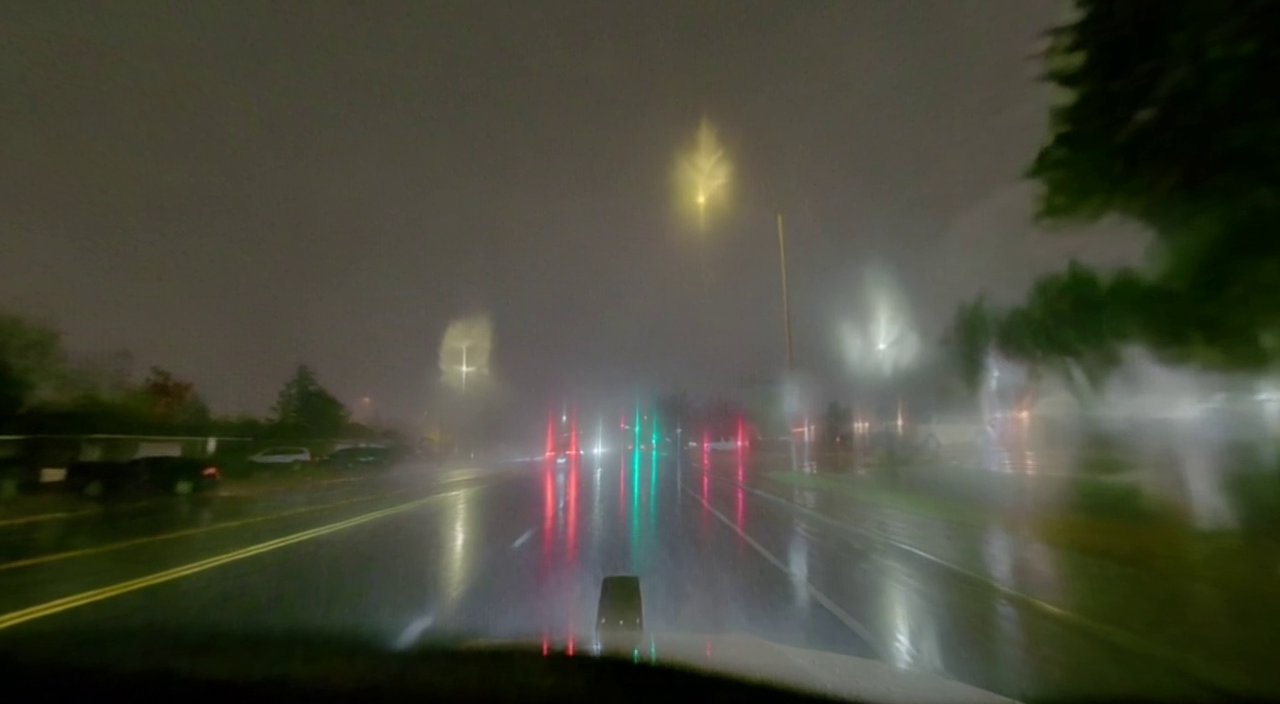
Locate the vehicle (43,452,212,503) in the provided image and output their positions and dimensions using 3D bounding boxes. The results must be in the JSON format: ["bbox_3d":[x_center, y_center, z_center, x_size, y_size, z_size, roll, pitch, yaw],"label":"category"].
[{"bbox_3d":[-19.709,4.823,24.484,4.802,1.511,1.866,-2,-7,-5],"label":"vehicle"}]

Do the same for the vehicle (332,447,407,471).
[{"bbox_3d":[-21.079,8.330,49.356,4.866,1.749,2.158,0,-8,2],"label":"vehicle"}]

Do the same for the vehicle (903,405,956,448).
[{"bbox_3d":[17.597,4.583,38.161,2.153,2.355,5.958,-5,-9,30],"label":"vehicle"}]

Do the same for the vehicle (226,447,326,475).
[{"bbox_3d":[-26.395,7.911,45.978,6.046,1.942,2.085,-1,-8,3],"label":"vehicle"}]

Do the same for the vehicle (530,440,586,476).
[{"bbox_3d":[-3.611,4.741,28.508,2.030,1.467,4.251,0,-8,-1],"label":"vehicle"}]
